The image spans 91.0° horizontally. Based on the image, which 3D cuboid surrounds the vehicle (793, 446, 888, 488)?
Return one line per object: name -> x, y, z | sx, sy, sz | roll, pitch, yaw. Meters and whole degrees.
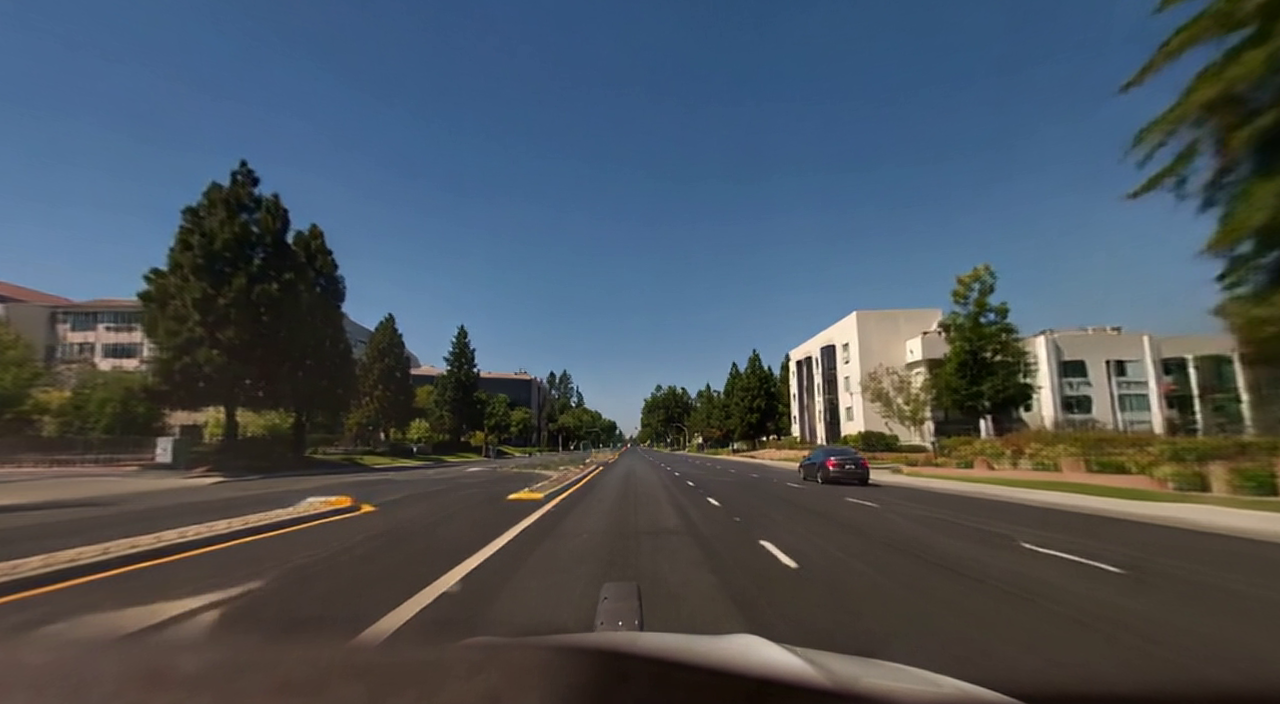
vehicle -> 7.449, 4.306, 23.897 | 2.054, 1.421, 4.487 | 0, -9, -1
